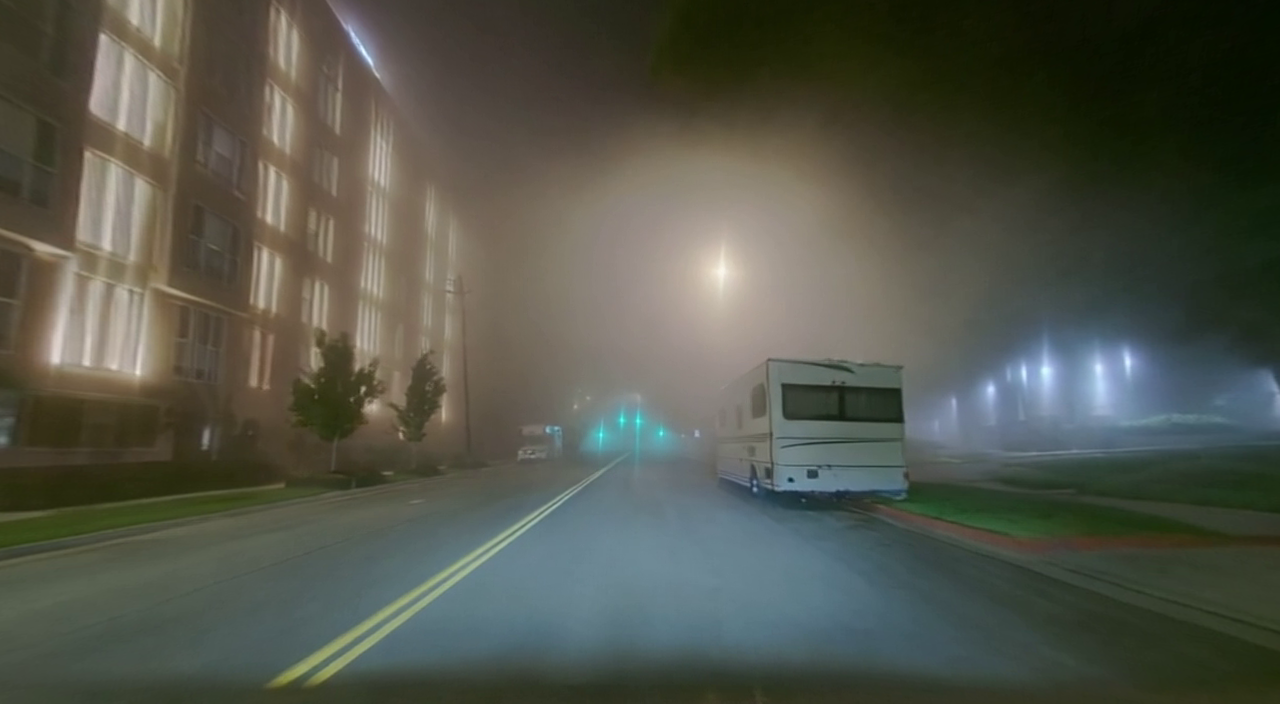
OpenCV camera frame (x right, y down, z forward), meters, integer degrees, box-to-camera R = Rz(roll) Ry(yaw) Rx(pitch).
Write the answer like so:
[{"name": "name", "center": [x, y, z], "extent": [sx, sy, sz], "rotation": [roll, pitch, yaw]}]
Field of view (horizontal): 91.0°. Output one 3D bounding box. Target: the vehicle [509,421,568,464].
[{"name": "vehicle", "center": [-7.122, 6.487, 45.463], "extent": [3.108, 2.771, 7.999], "rotation": [0, -8, -1]}]

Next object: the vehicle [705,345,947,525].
[{"name": "vehicle", "center": [3.716, 2.006, 15.468], "extent": [3.074, 3.099, 8.805], "rotation": [1, -7, -1]}]
